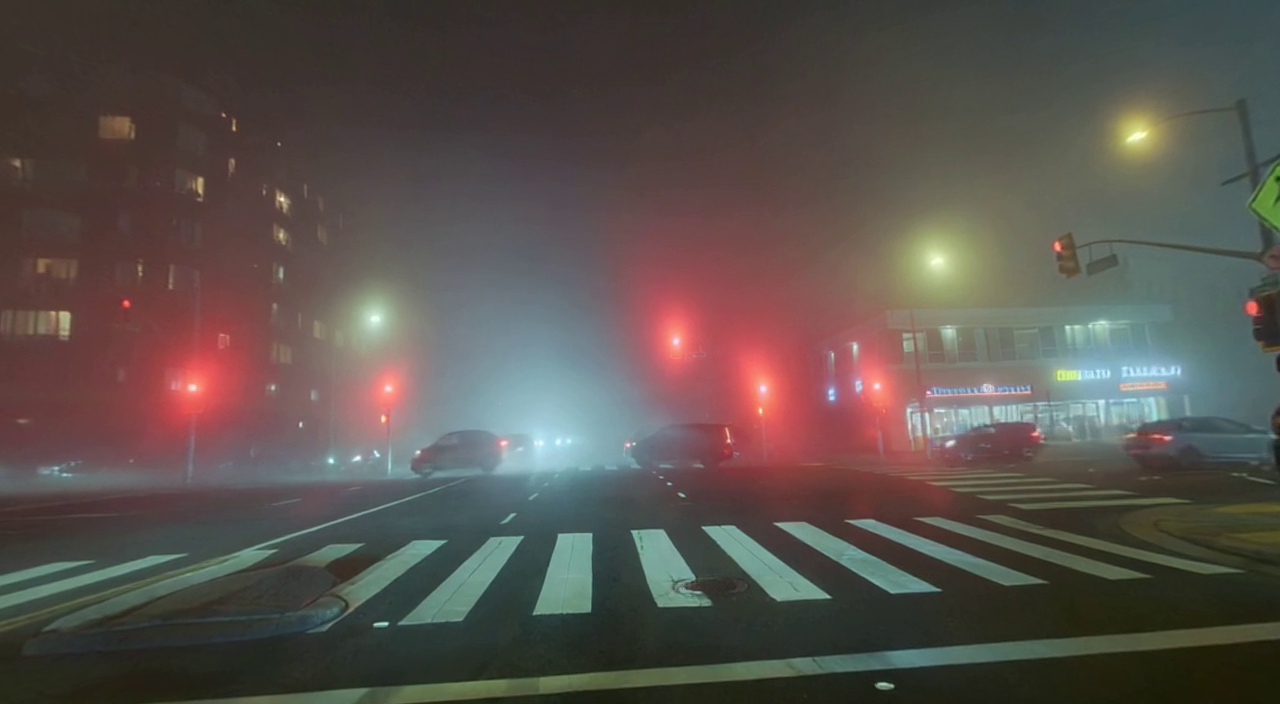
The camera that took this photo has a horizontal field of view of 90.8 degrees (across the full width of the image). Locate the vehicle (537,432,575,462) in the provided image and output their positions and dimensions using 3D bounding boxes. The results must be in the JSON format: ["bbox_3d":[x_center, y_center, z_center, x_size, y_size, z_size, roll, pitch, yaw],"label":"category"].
[{"bbox_3d":[-5.086,5.804,38.623,1.976,1.683,4.117,0,-8,-4],"label":"vehicle"}]

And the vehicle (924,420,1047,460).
[{"bbox_3d":[15.321,3.918,28.154,4.513,1.682,1.810,1,-9,-8],"label":"vehicle"}]

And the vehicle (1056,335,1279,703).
[{"bbox_3d":[3.019,0.603,0.872,1.866,1.654,4.354,0,-8,0],"label":"vehicle"}]

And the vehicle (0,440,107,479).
[{"bbox_3d":[-31.571,5.642,33.535,2.205,1.903,5.877,1,-9,-10],"label":"vehicle"}]

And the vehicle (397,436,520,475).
[{"bbox_3d":[-7.161,4.135,25.341,4.475,1.458,1.681,1,-9,-7],"label":"vehicle"}]

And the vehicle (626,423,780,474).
[{"bbox_3d":[1.963,3.106,20.430,4.612,1.521,1.811,1,-9,-10],"label":"vehicle"}]
